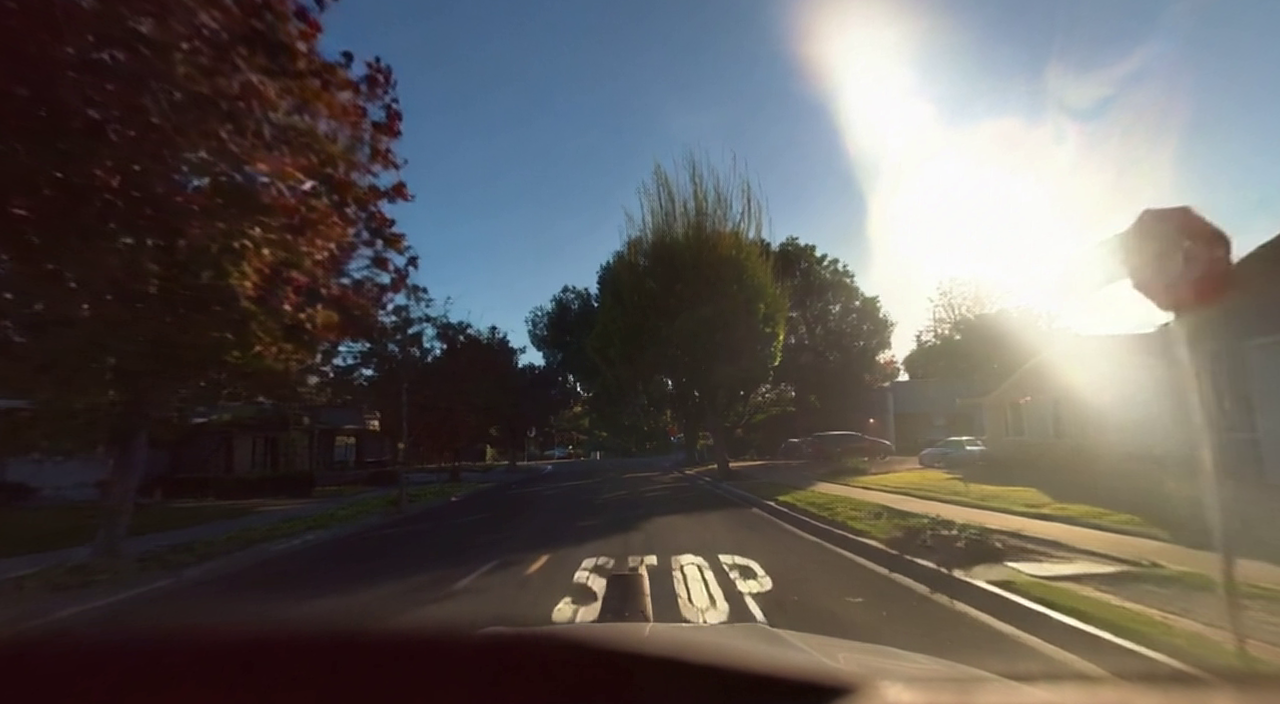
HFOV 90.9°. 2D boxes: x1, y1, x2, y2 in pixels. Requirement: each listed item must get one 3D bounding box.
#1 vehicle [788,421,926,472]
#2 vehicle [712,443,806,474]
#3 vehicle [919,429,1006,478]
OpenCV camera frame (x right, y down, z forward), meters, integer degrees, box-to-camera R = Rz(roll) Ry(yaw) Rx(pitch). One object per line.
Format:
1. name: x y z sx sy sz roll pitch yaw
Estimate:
1. vehicle: 9.605 4.240 28.233 5.239 1.933 2.131 -3 -9 -2
2. vehicle: 5.770 5.235 31.018 4.229 1.402 1.811 0 -9 0
3. vehicle: 11.476 3.563 22.245 2.004 1.511 4.494 -7 -11 34
